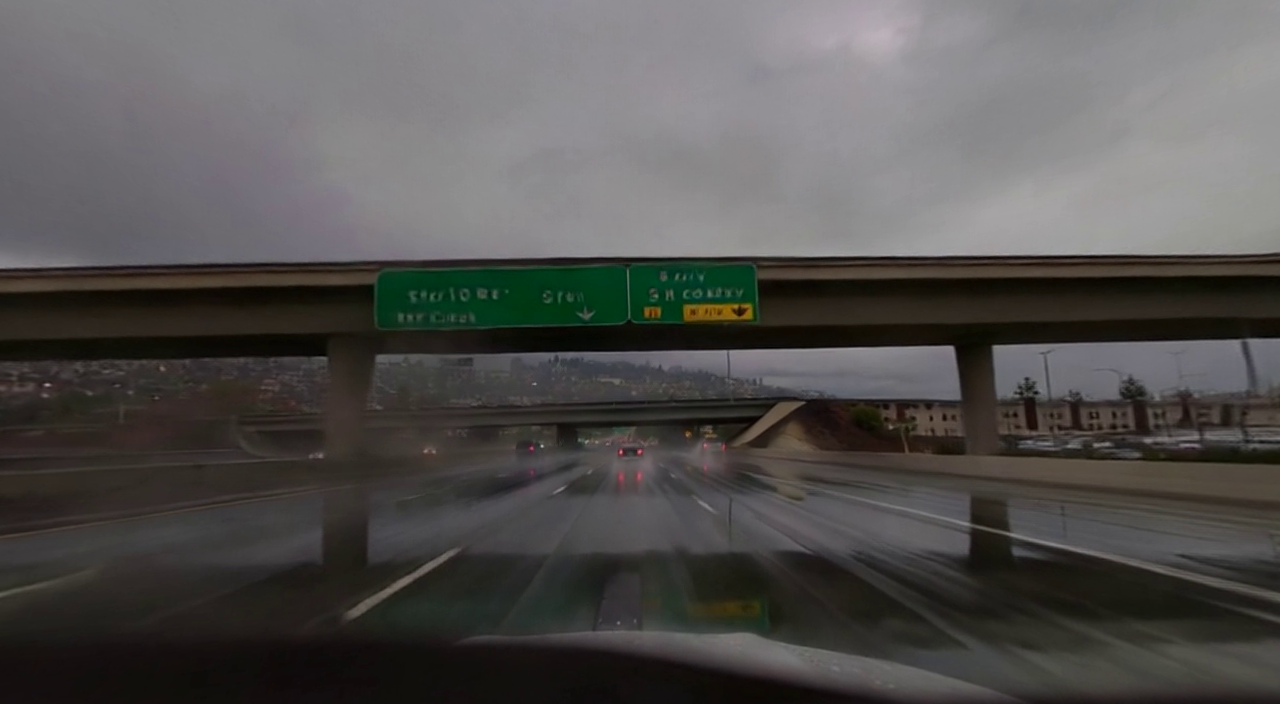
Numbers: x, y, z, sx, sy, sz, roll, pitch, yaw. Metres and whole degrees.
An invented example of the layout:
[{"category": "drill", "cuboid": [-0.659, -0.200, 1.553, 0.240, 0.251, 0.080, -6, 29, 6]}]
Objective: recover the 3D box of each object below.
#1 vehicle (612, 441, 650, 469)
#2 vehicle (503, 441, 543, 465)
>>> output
[{"category": "vehicle", "cuboid": [-0.524, 5.768, 35.622, 2.012, 1.471, 4.059, 0, -8, -2]}, {"category": "vehicle", "cuboid": [-8.101, 7.041, 44.146, 1.957, 1.554, 4.350, 0, -8, 0]}]
